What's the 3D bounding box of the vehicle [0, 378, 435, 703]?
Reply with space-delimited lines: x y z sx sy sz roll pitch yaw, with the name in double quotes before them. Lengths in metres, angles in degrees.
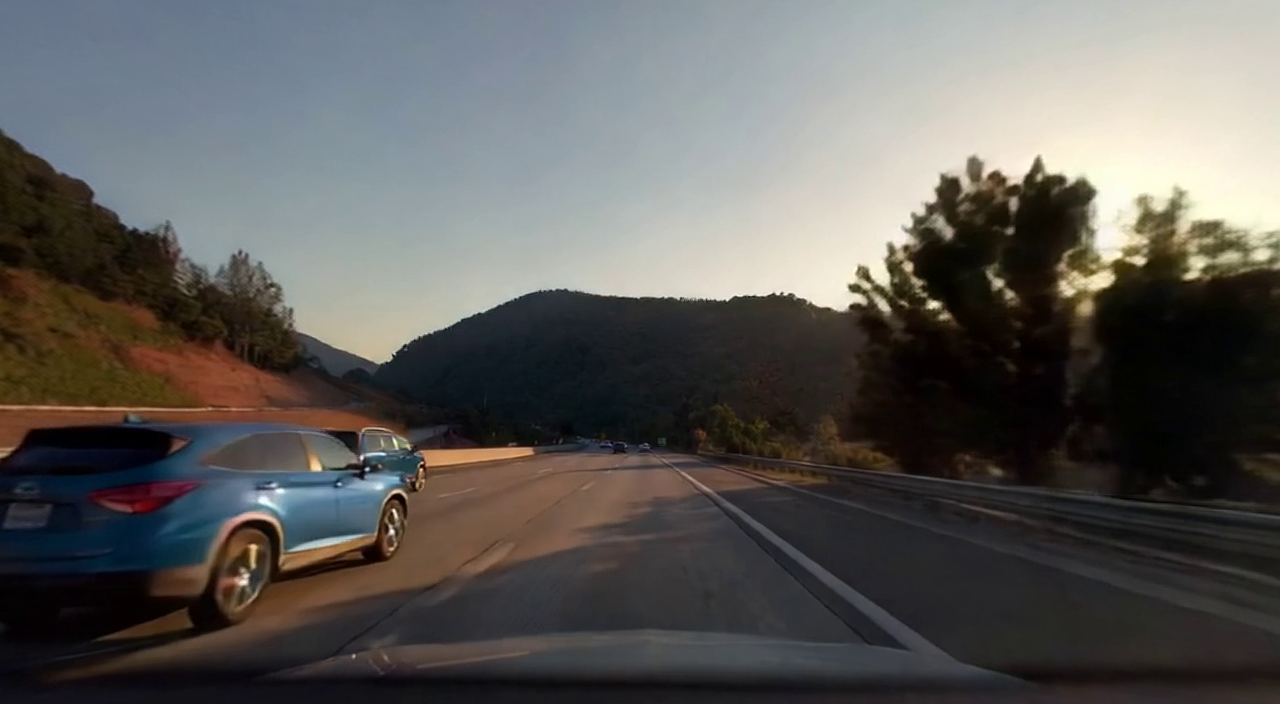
"vehicle" -3.469 1.279 5.308 1.983 1.663 4.290 0 -9 0
